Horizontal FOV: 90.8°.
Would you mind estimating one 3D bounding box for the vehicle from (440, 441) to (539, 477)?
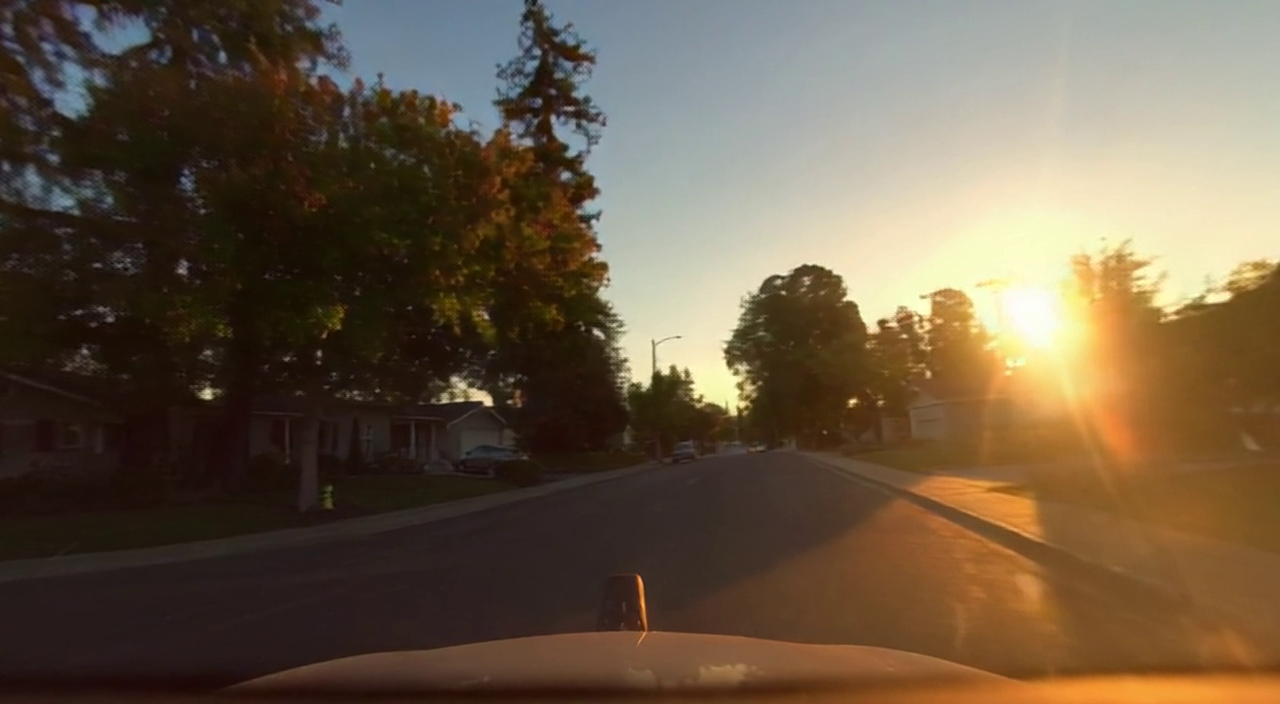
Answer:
[{"bbox_3d":[-7.740,5.539,32.782,4.559,1.745,1.918,-2,-8,9],"label":"vehicle"}]

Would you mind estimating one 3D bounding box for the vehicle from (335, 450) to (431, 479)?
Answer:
[{"bbox_3d":[-13.958,6.091,34.372,4.531,1.470,1.855,-2,-9,13],"label":"vehicle"}]
